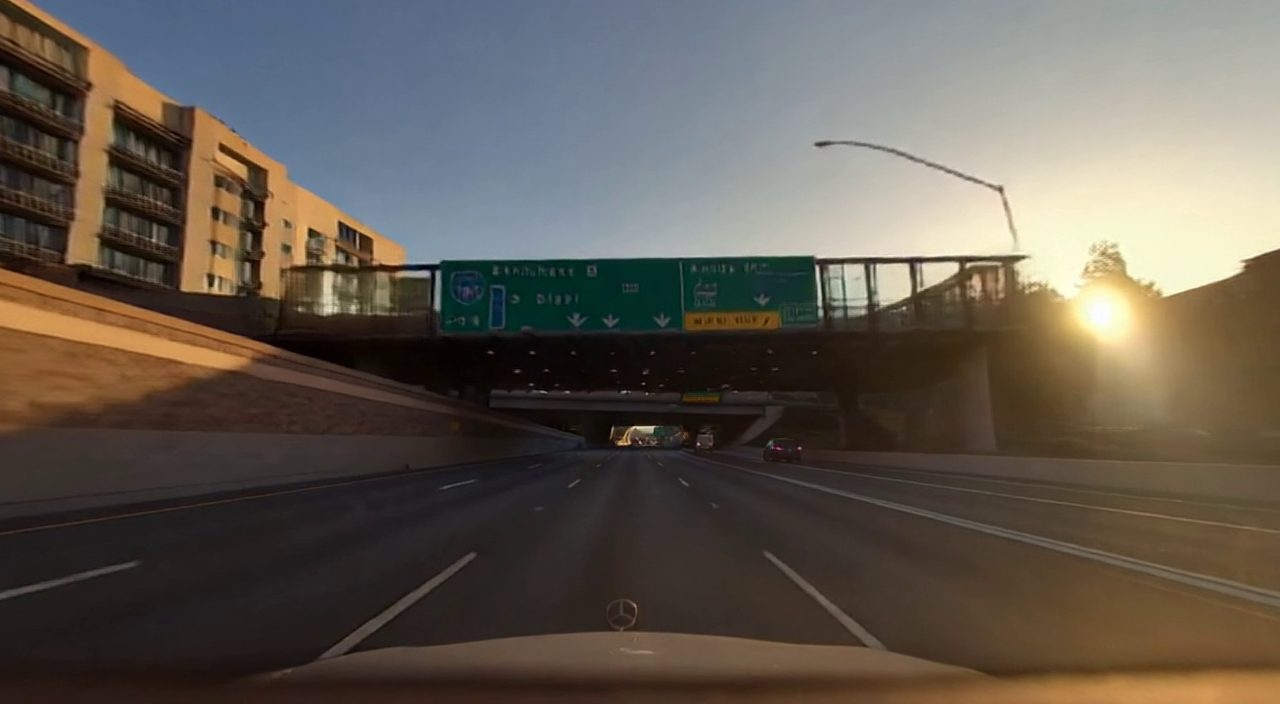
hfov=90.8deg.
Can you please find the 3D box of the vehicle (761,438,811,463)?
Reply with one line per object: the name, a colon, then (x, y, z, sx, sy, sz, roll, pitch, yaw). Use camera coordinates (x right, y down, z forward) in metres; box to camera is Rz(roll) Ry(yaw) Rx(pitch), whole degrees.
vehicle: (10.495, 7.125, 45.869, 2.165, 1.636, 5.175, 0, -8, -2)
